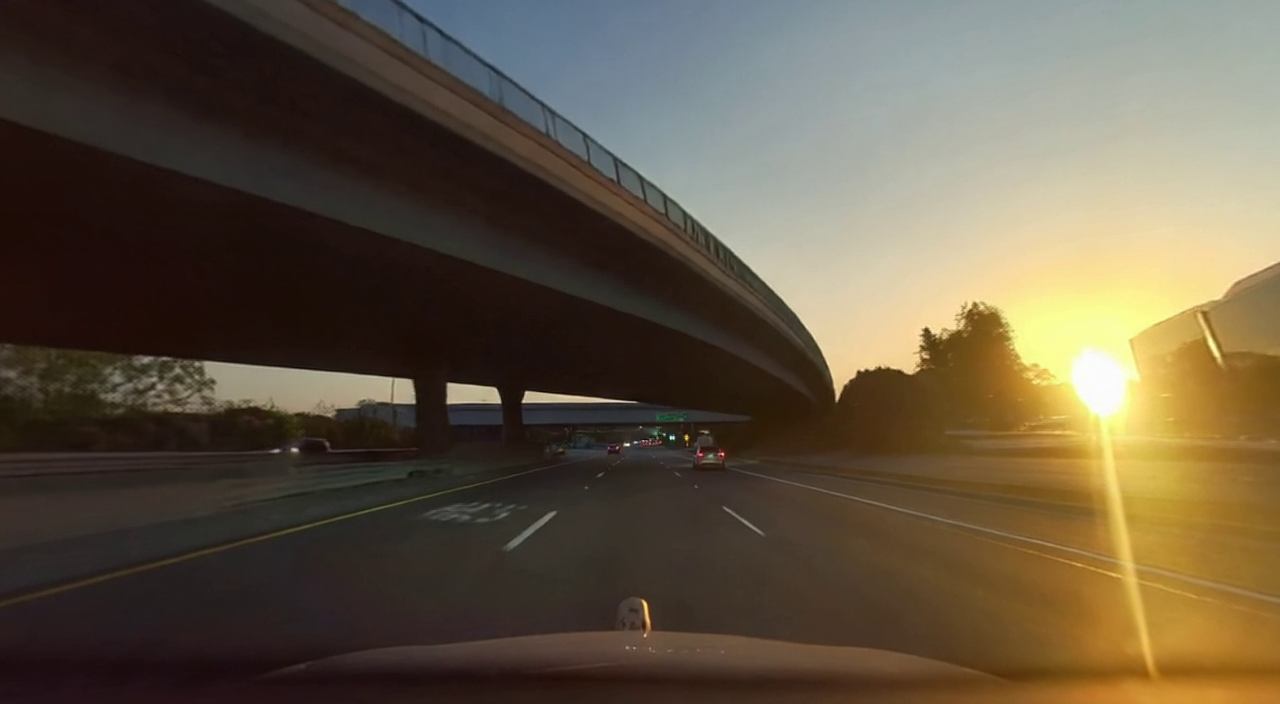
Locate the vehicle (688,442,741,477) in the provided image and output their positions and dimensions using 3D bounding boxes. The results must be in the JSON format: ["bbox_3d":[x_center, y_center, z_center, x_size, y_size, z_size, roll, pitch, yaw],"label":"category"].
[{"bbox_3d":[3.583,5.267,31.167,2.085,1.594,4.848,0,-9,1],"label":"vehicle"}]
